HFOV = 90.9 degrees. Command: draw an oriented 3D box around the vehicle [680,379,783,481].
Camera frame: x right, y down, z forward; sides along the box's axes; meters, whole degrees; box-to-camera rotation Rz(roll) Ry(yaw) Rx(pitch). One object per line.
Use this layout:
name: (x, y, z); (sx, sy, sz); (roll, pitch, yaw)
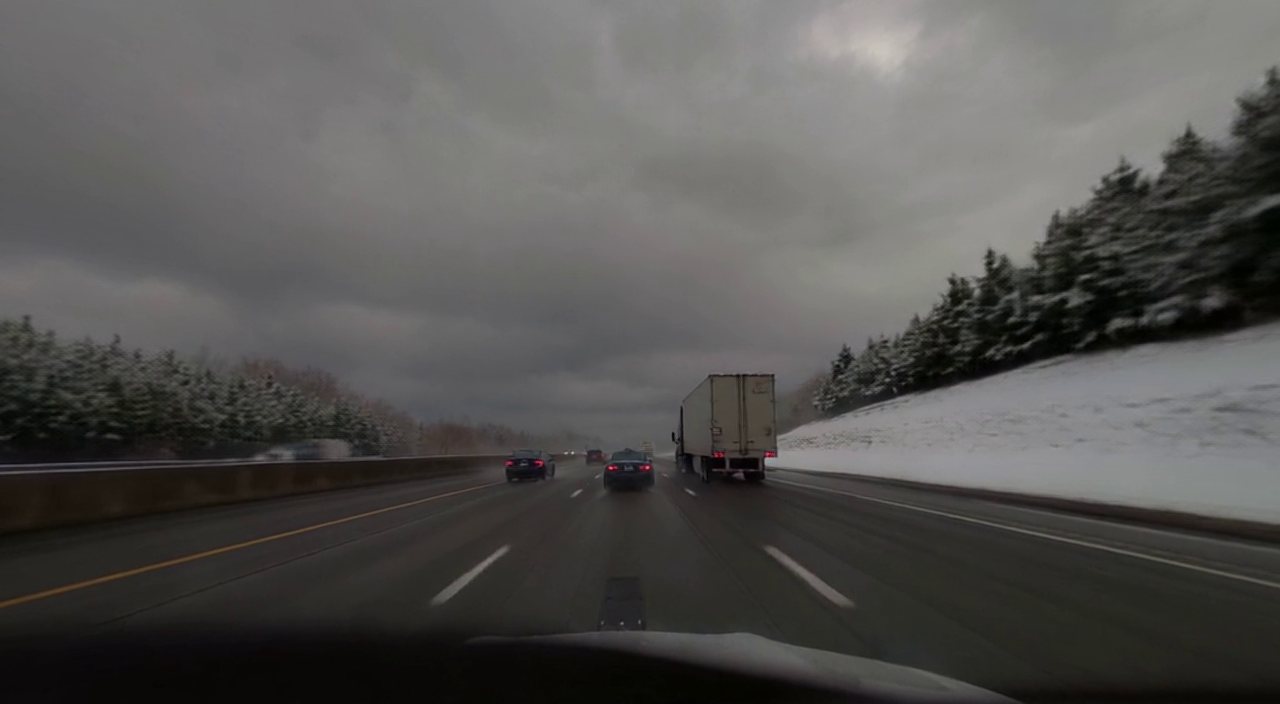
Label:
vehicle: (4.144, 4.263, 32.670); (2.905, 4.109, 14.332); (0, -9, -1)

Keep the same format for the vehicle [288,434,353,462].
vehicle: (-20.538, 6.200, 40.739); (1.924, 1.685, 4.356); (0, -9, -1)

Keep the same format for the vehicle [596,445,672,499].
vehicle: (-0.187, 3.537, 18.955); (2.023, 1.400, 4.028); (0, -9, -1)

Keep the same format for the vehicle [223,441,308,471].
vehicle: (-20.527, 5.720, 34.785); (1.864, 1.501, 4.593); (0, -9, 0)

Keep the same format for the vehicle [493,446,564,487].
vehicle: (-4.292, 4.488, 24.969); (2.017, 1.460, 4.382); (0, -9, 0)
